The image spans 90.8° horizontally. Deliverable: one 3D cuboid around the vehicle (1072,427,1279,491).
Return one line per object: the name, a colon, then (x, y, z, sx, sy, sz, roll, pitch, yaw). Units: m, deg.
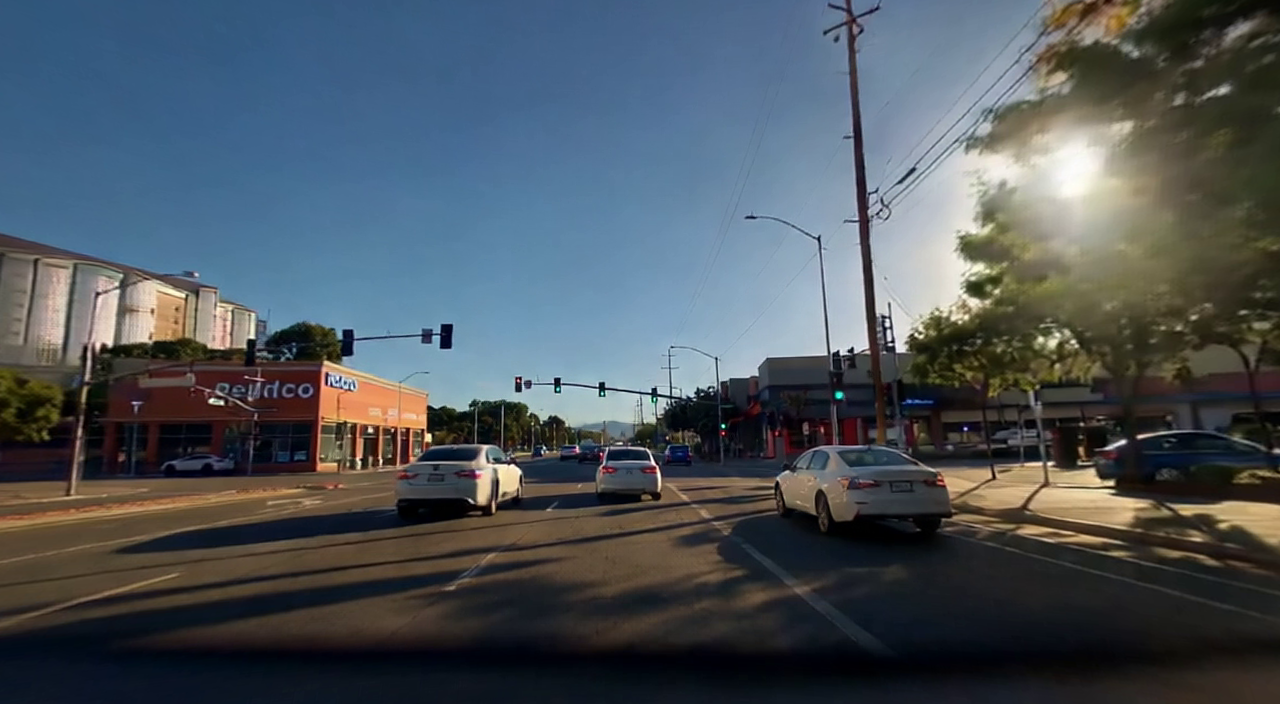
vehicle: (15.815, 3.067, 18.346, 4.941, 1.697, 2.128, 0, -9, -2)

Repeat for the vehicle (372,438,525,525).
vehicle: (-3.941, 2.730, 13.989, 2.035, 1.564, 4.702, 0, -9, -1)

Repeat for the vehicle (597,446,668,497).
vehicle: (-0.291, 3.805, 20.612, 2.072, 1.473, 4.139, 0, -9, -2)

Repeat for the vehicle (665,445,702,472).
vehicle: (2.822, 7.038, 42.096, 1.986, 1.660, 4.006, 0, -9, -3)

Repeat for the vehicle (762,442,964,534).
vehicle: (4.122, 2.585, 12.789, 2.119, 1.479, 4.910, 0, -9, -2)

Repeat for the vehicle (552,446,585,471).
vehicle: (-4.914, 7.345, 43.853, 1.932, 1.606, 4.157, 0, -9, -1)
